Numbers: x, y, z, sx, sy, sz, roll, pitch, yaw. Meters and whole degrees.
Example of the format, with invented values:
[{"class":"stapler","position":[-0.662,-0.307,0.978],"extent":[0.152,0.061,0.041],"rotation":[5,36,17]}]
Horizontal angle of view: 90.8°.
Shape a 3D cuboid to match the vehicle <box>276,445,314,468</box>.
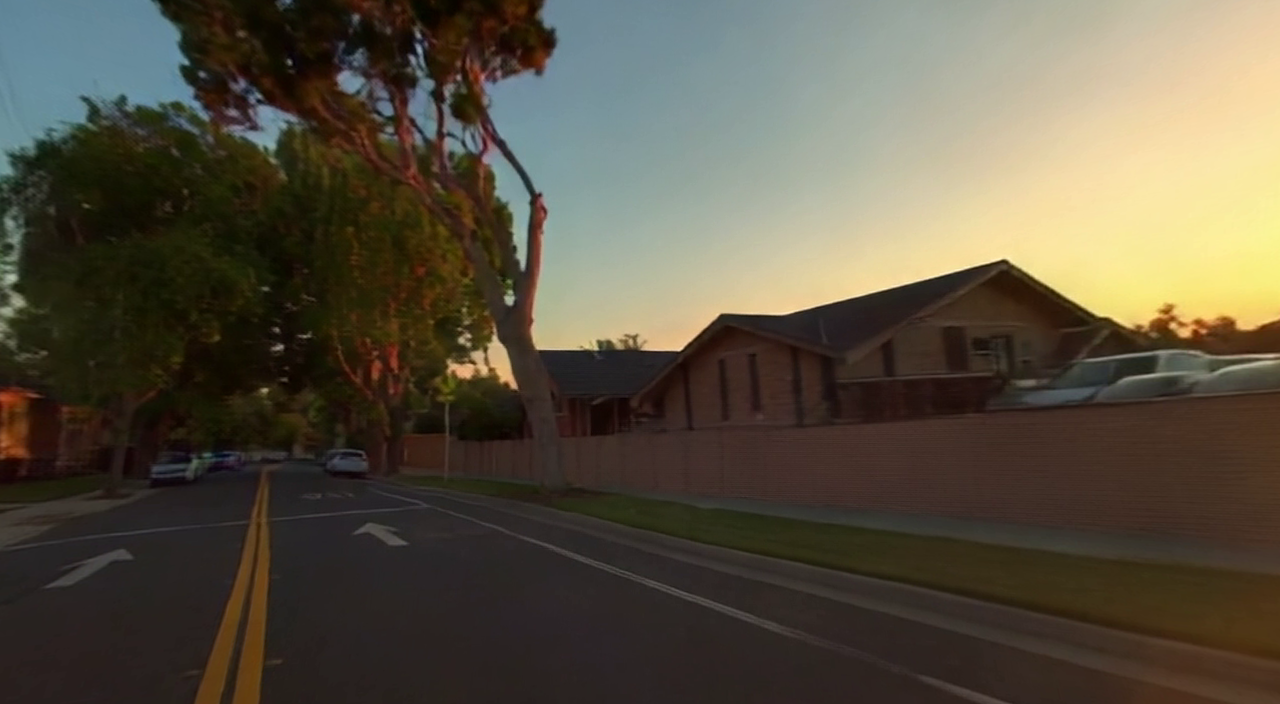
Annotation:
[{"class":"vehicle","position":[-23.840,7.207,43.645],"extent":[2.067,1.476,4.256],"rotation":[5,-9,-28]}]
